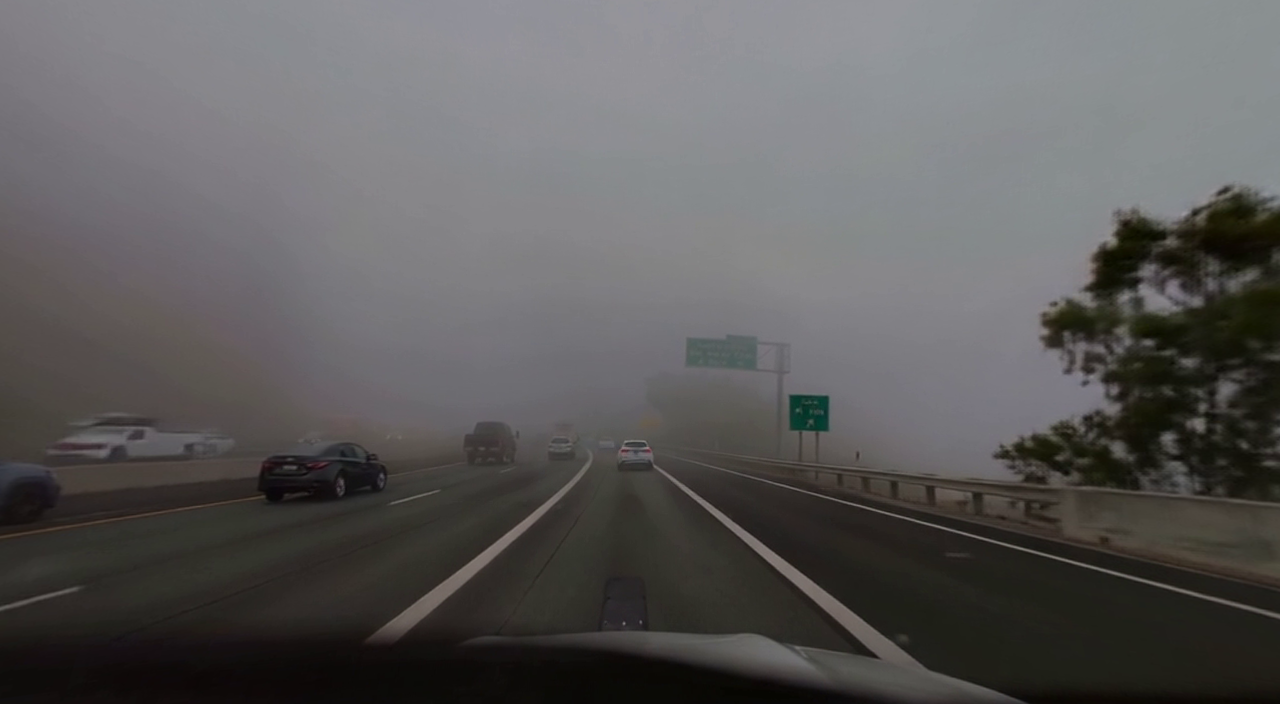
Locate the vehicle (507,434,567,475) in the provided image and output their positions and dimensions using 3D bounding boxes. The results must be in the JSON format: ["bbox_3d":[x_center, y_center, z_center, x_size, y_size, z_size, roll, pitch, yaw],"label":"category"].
[{"bbox_3d":[-4.354,4.402,27.335,2.005,1.631,4.295,0,-8,-1],"label":"vehicle"}]

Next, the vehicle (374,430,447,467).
[{"bbox_3d":[-12.059,5.104,33.516,2.079,1.807,5.187,0,-8,-2],"label":"vehicle"}]

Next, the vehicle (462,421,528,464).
[{"bbox_3d":[-8.594,5.456,38.016,2.773,2.402,6.232,0,-8,-3],"label":"vehicle"}]

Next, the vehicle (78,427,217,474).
[{"bbox_3d":[-19.884,4.004,25.808,2.023,1.697,4.723,0,-8,-3],"label":"vehicle"}]

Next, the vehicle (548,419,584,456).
[{"bbox_3d":[-5.666,6.624,48.693,2.279,2.672,5.256,0,-8,-2],"label":"vehicle"}]

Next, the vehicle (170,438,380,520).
[{"bbox_3d":[-7.517,2.618,13.628,1.896,1.465,4.399,0,-8,0],"label":"vehicle"}]

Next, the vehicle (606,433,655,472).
[{"bbox_3d":[-0.498,4.639,29.321,2.092,1.671,3.772,0,-8,-2],"label":"vehicle"}]
